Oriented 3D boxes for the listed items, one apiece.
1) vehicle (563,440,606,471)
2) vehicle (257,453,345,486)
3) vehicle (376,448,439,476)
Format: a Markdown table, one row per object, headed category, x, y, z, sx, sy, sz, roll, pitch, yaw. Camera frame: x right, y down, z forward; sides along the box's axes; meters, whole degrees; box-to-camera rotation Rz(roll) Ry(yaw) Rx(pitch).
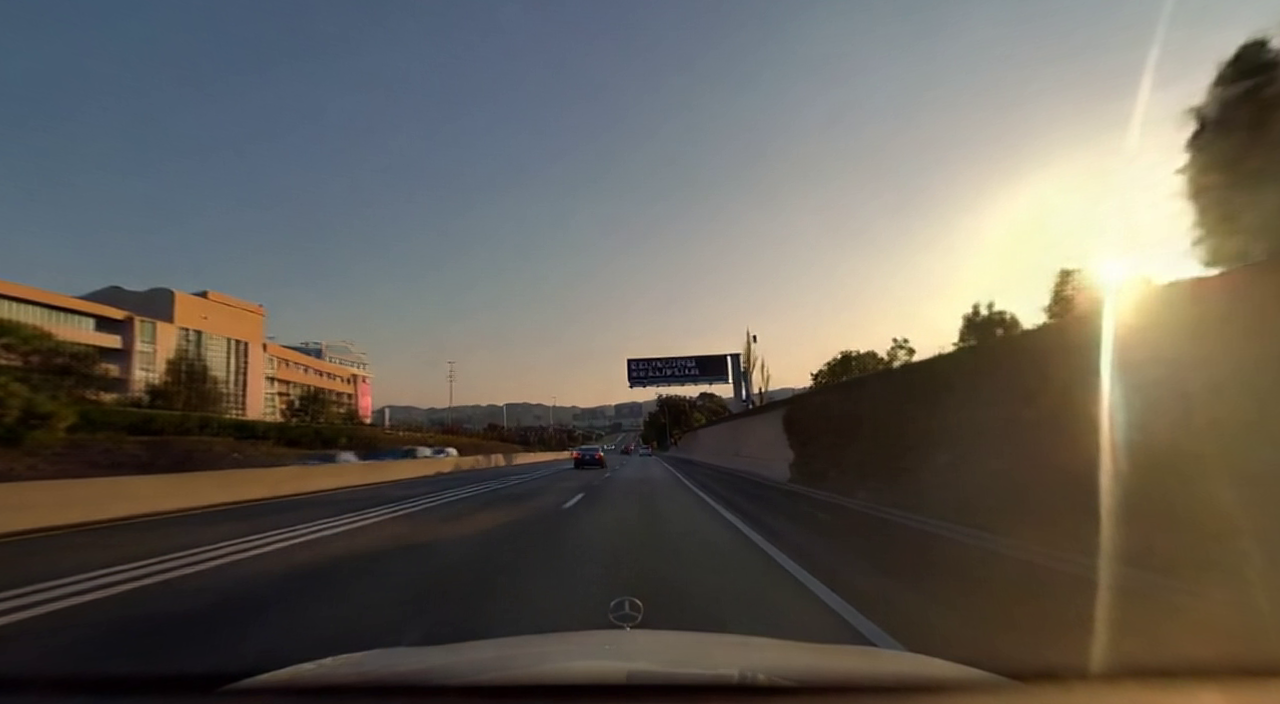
| category | x | y | z | sx | sy | sz | roll | pitch | yaw |
| --- | --- | --- | --- | --- | --- | --- | --- | --- | --- |
| vehicle | -3.397 | 6.504 | 39.879 | 2.159 | 1.793 | 5.027 | -1 | -9 | 1 |
| vehicle | -16.814 | 5.819 | 31.541 | 1.946 | 1.470 | 4.333 | -1 | -9 | 1 |
| vehicle | -13.788 | 6.519 | 37.678 | 1.932 | 1.501 | 4.484 | -1 | -9 | 1 |
